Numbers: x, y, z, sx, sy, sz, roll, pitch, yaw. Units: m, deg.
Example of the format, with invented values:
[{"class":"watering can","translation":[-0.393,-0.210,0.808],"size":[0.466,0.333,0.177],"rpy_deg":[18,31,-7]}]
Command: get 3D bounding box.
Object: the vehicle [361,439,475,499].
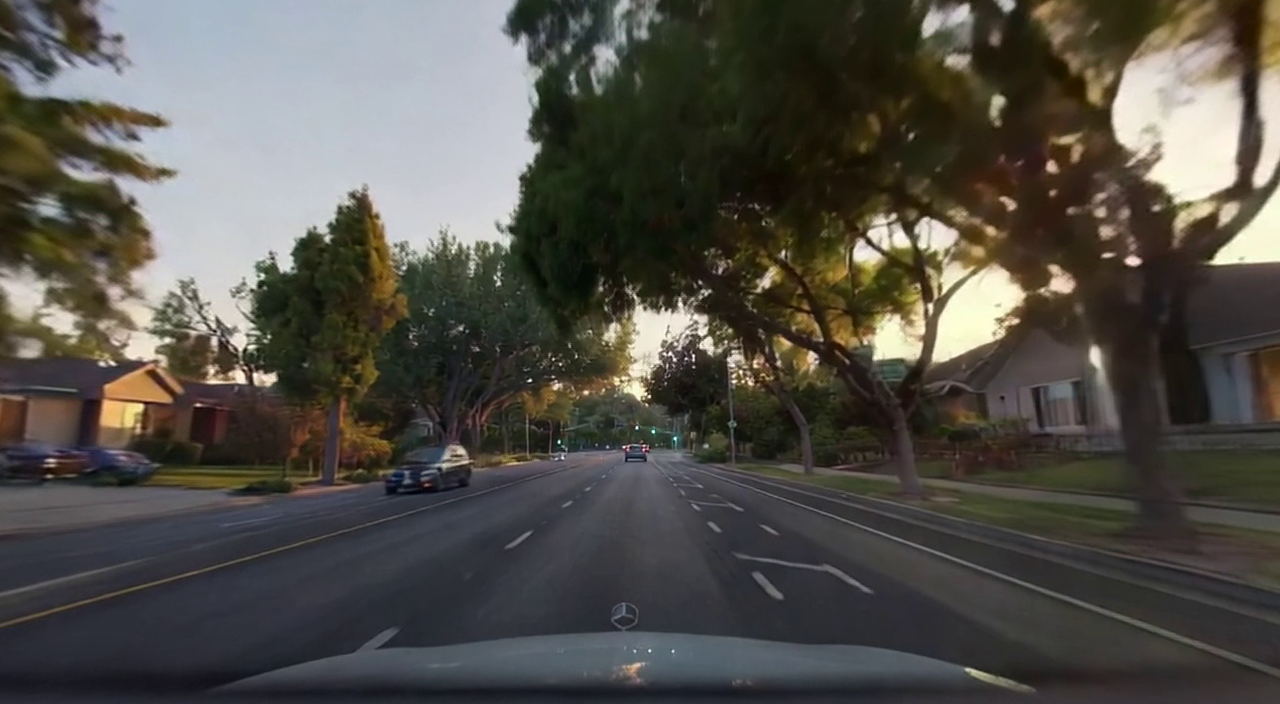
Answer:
[{"class":"vehicle","translation":[-7.178,3.804,20.892],"size":[2.165,1.785,4.222],"rpy_deg":[0,-9,1]}]
